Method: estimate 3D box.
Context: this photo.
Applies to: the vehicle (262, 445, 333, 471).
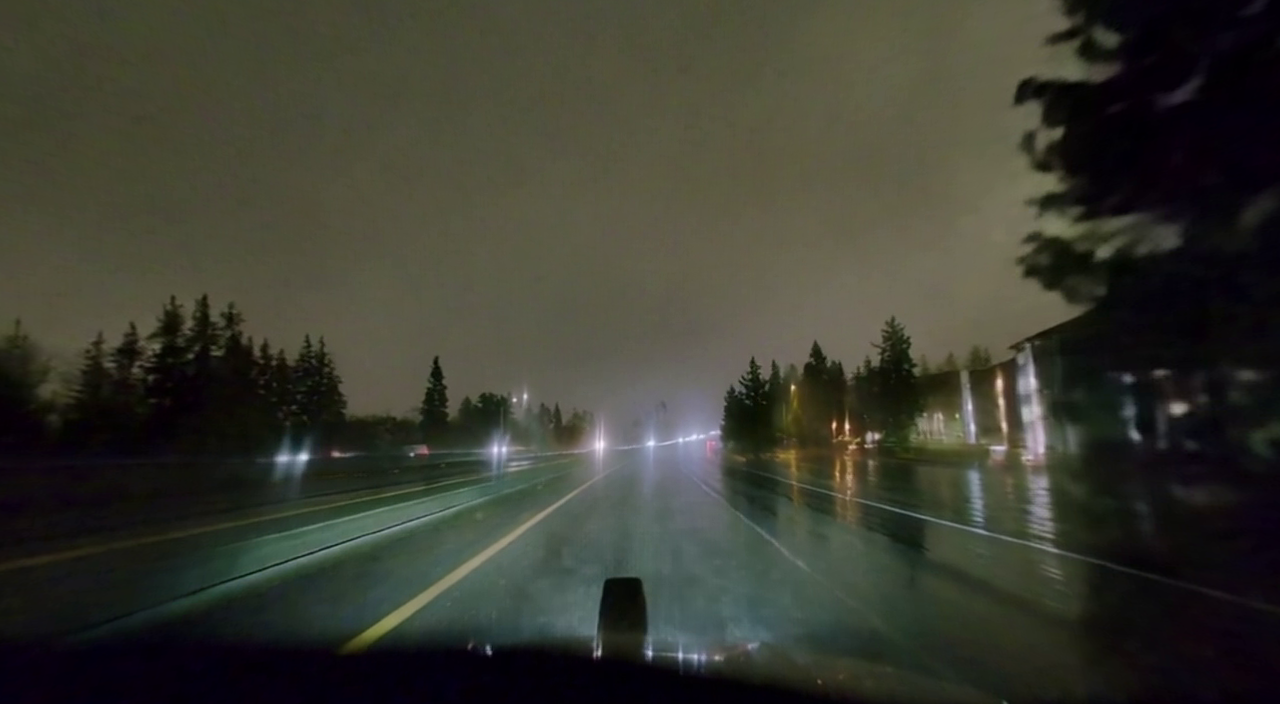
[{"bbox_3d":[-21.395,6.627,39.613,1.901,1.507,4.412,-1,-8,2],"label":"vehicle"}]
